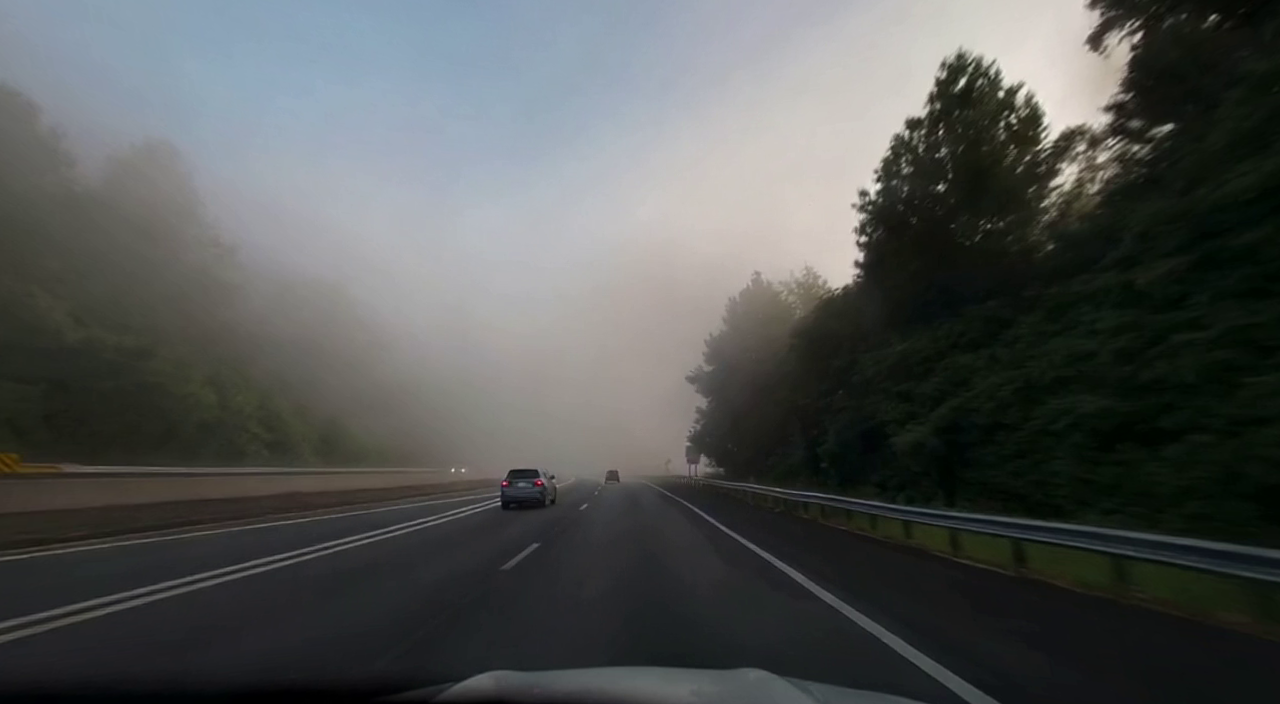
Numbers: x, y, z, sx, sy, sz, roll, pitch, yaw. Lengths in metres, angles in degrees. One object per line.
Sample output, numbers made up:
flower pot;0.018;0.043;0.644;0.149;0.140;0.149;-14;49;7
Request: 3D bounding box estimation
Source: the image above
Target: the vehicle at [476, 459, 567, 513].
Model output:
vehicle;-3.774;4.410;21.007;2.115;1.546;4.638;1;-10;0
